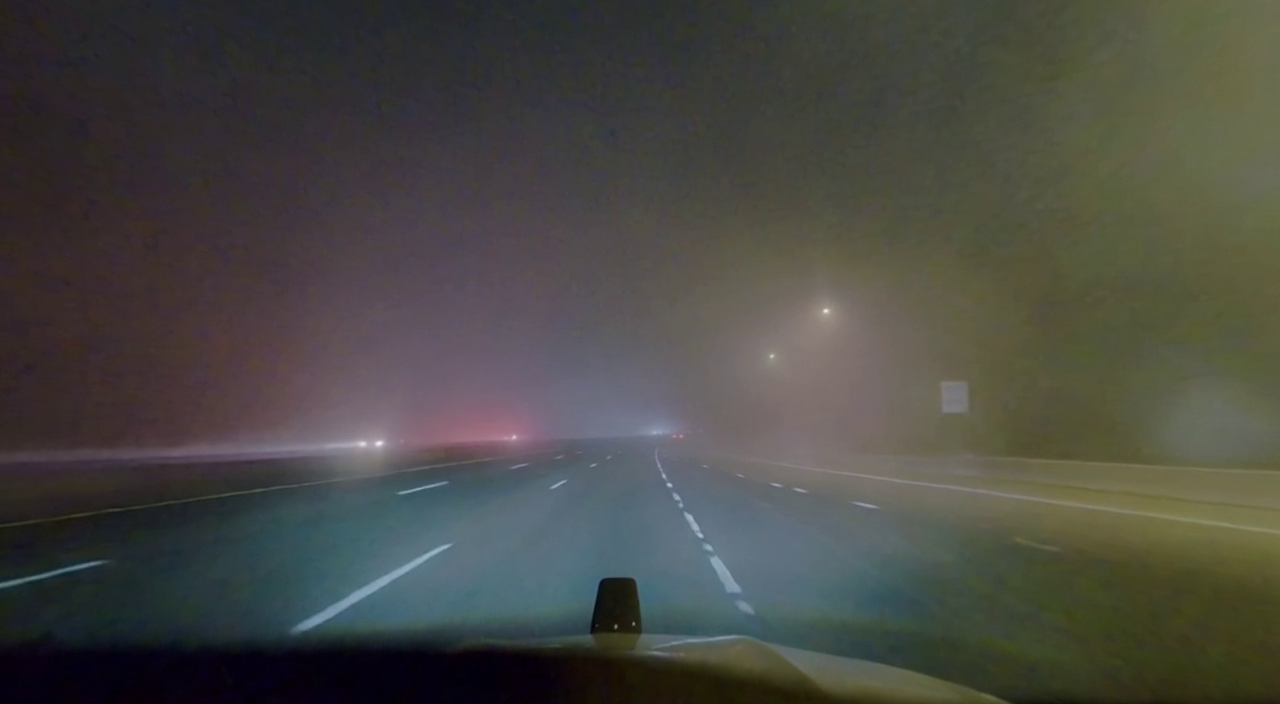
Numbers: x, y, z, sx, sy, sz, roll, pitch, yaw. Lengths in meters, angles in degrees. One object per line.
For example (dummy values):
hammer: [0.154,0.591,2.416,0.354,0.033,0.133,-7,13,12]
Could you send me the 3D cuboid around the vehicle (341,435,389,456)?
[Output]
vehicle: [-21.295,7.239,48.849,1.826,1.518,4.178,0,-8,1]
